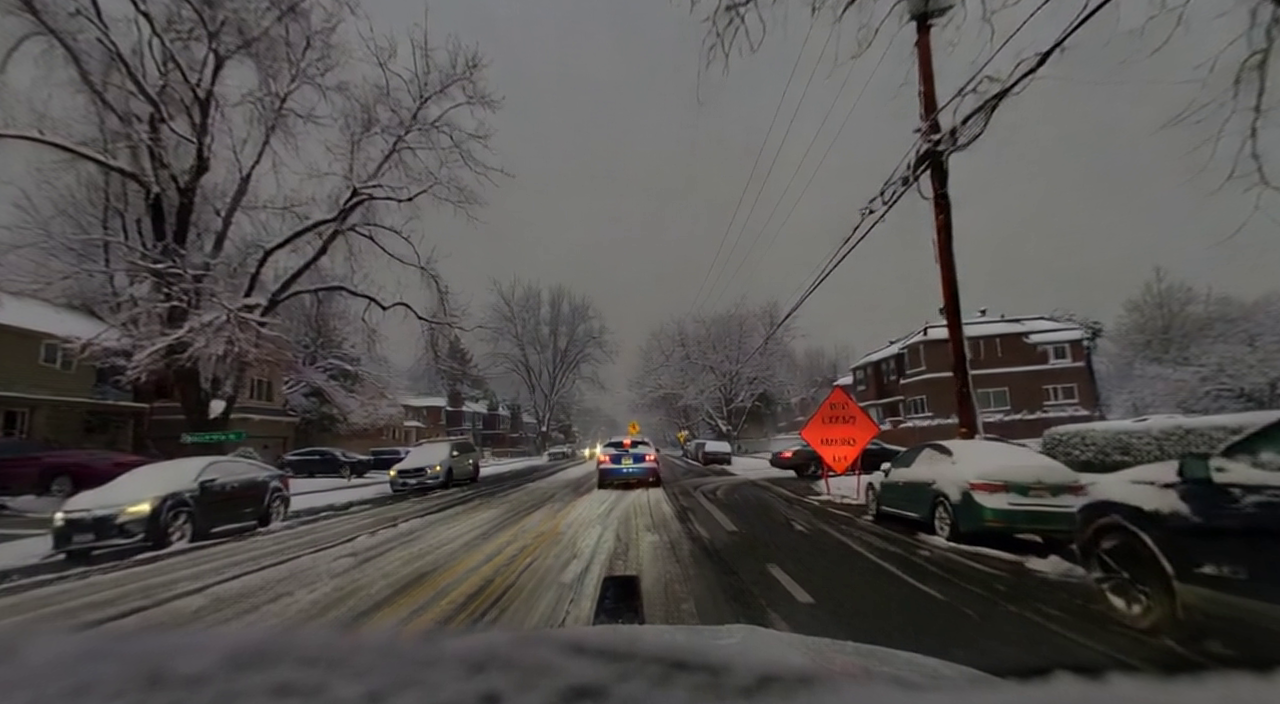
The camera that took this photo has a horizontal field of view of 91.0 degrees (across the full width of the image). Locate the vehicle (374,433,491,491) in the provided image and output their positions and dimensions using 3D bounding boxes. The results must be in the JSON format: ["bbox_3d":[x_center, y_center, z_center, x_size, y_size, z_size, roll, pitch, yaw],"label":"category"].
[{"bbox_3d":[-8.181,4.409,25.695,2.659,2.047,6.014,0,-8,0],"label":"vehicle"}]

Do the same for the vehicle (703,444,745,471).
[{"bbox_3d":[4.844,6.177,36.959,1.985,1.481,4.116,0,-8,1],"label":"vehicle"}]

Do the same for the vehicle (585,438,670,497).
[{"bbox_3d":[-0.279,3.229,18.028,2.151,1.481,4.084,0,-8,1],"label":"vehicle"}]

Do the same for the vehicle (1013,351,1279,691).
[{"bbox_3d":[4.848,0.911,3.168,2.279,1.946,5.925,0,-8,0],"label":"vehicle"}]

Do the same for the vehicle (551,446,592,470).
[{"bbox_3d":[-4.531,6.831,40.904,1.997,1.464,4.925,2,-9,-13],"label":"vehicle"}]

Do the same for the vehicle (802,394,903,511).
[{"bbox_3d":[5.238,2.496,15.859,1.409,2.648,2.645,1,-8,-4],"label":"vehicle"}]

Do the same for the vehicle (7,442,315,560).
[{"bbox_3d":[-8.039,2.471,11.307,2.036,1.676,4.440,0,-8,-1],"label":"vehicle"}]
